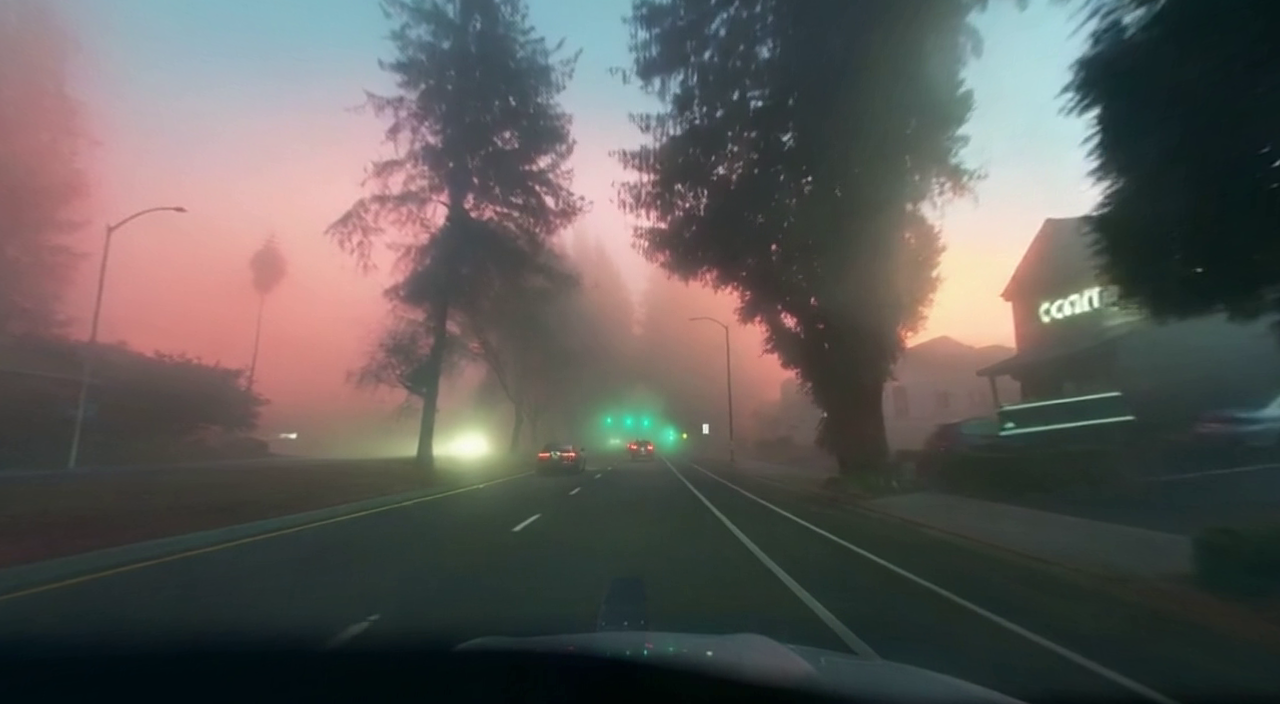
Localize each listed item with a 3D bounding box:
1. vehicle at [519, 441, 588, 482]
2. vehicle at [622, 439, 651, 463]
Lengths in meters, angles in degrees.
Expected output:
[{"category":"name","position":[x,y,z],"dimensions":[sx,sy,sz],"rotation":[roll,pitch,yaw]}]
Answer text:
[{"category":"vehicle","position":[-3.337,4.319,25.272],"dimensions":[2.015,1.470,4.458],"rotation":[0,-8,2]},{"category":"vehicle","position":[-0.250,7.658,48.954],"dimensions":[2.153,1.764,4.047],"rotation":[0,-8,0]}]
